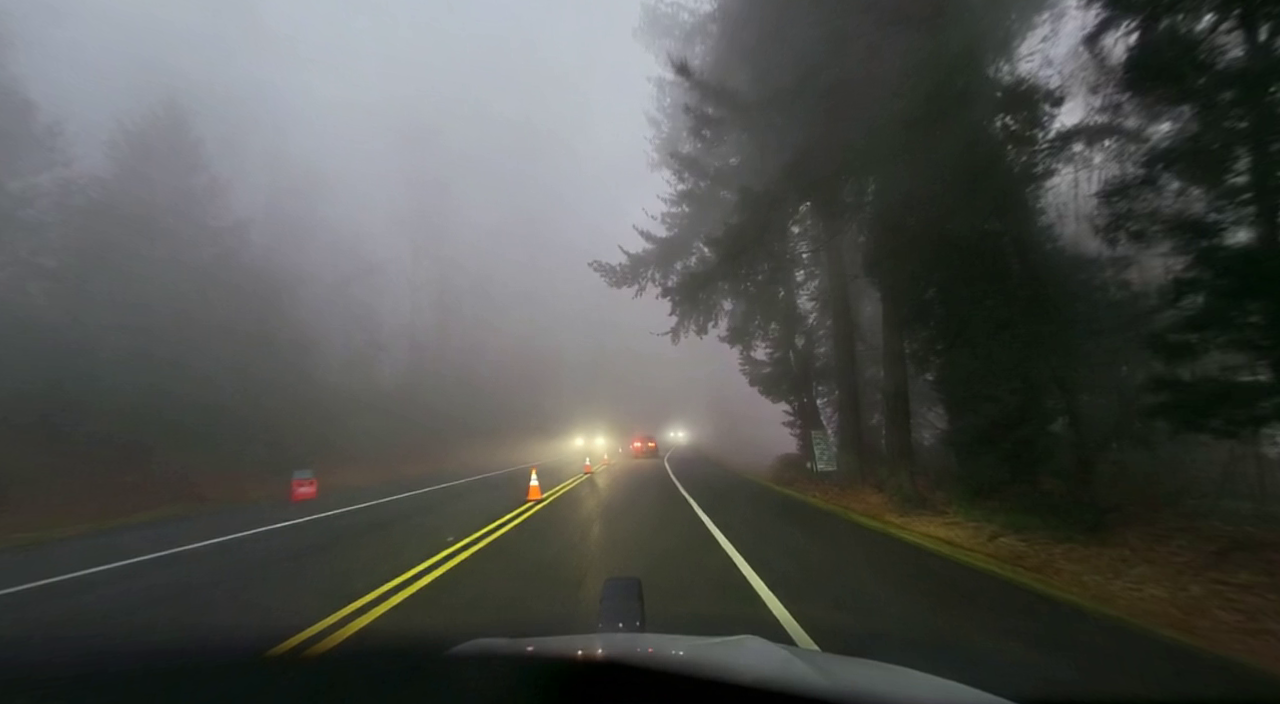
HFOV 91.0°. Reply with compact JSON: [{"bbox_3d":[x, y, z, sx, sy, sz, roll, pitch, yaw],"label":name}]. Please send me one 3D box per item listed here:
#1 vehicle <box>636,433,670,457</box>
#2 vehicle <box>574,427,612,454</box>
[{"bbox_3d":[0.884,6.171,41.617,2.042,1.489,3.963,0,-8,4],"label":"vehicle"},{"bbox_3d":[-3.423,6.608,46.705,2.079,1.880,4.493,-1,-8,5],"label":"vehicle"}]
